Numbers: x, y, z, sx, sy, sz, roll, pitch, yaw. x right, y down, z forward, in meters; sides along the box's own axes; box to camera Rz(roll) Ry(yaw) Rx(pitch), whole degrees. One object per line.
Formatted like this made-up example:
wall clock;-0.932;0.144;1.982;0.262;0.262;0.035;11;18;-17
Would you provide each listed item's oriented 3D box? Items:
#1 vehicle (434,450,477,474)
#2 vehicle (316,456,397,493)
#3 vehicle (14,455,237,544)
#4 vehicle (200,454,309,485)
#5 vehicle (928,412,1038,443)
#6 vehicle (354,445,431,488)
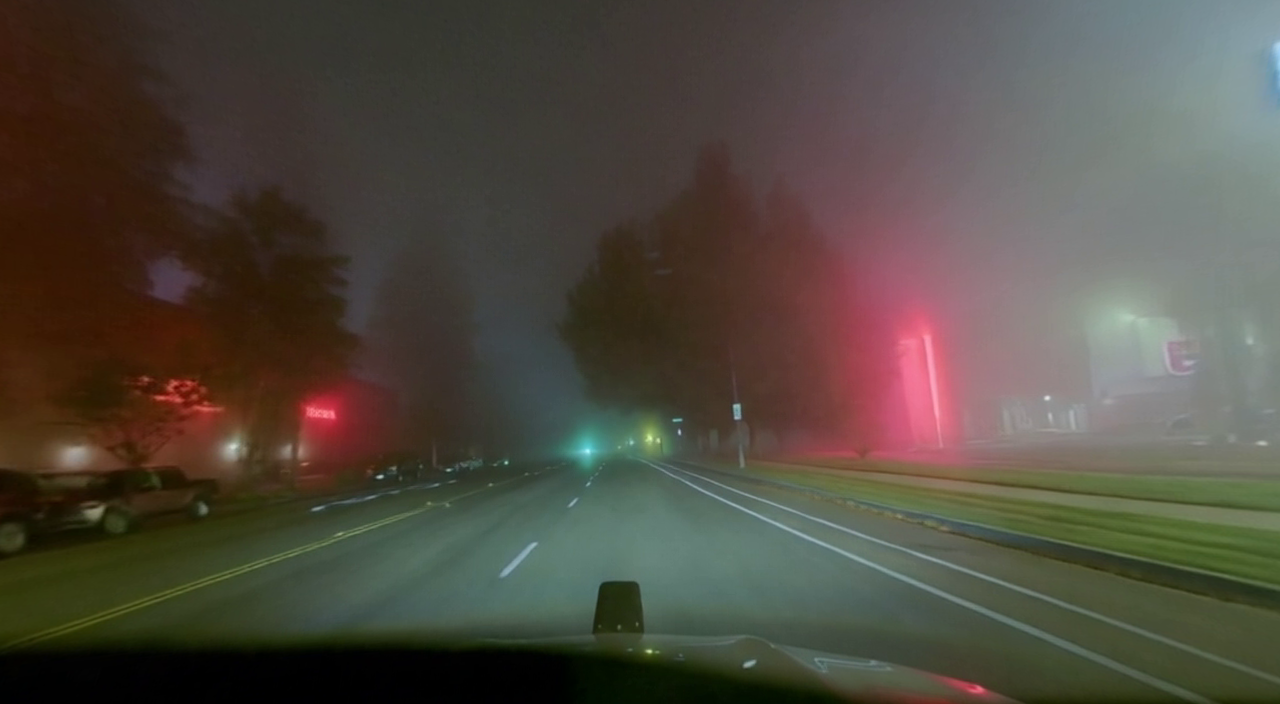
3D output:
vehicle;-13.673;8.180;47.214;1.897;1.564;4.875;0;-8;-2
vehicle;-12.935;5.602;29.155;1.958;1.457;4.254;0;-8;-3
vehicle;-12.490;3.535;15.840;2.076;1.681;4.423;-4;-8;-3
vehicle;-25.409;7.717;41.786;5.661;1.896;2.302;0;-8;-2
vehicle;23.879;5.357;44.264;2.392;1.996;6.238;5;-10;-33
vehicle;-13.267;6.134;34.216;2.351;1.905;5.138;-4;-9;-4
